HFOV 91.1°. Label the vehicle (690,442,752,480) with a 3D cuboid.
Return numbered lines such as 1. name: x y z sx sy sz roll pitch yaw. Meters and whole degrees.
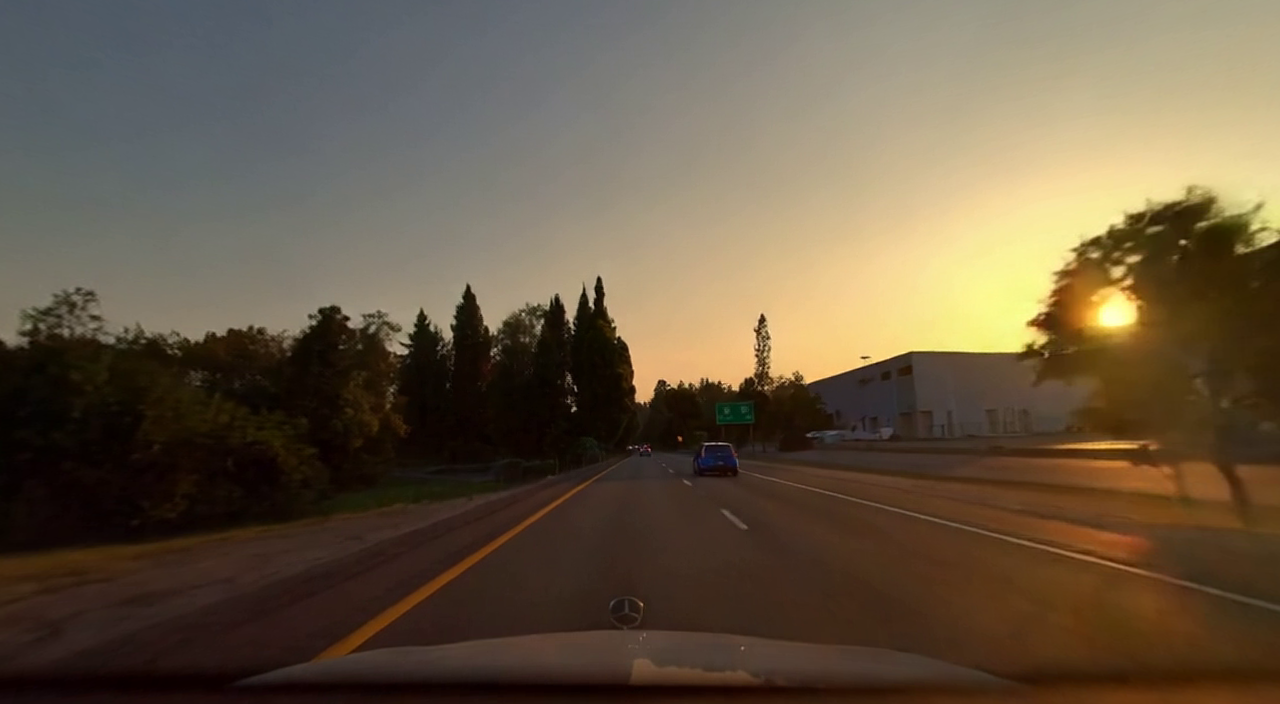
1. vehicle: 3.437 4.708 27.323 2.079 1.531 3.997 0 -9 -1
